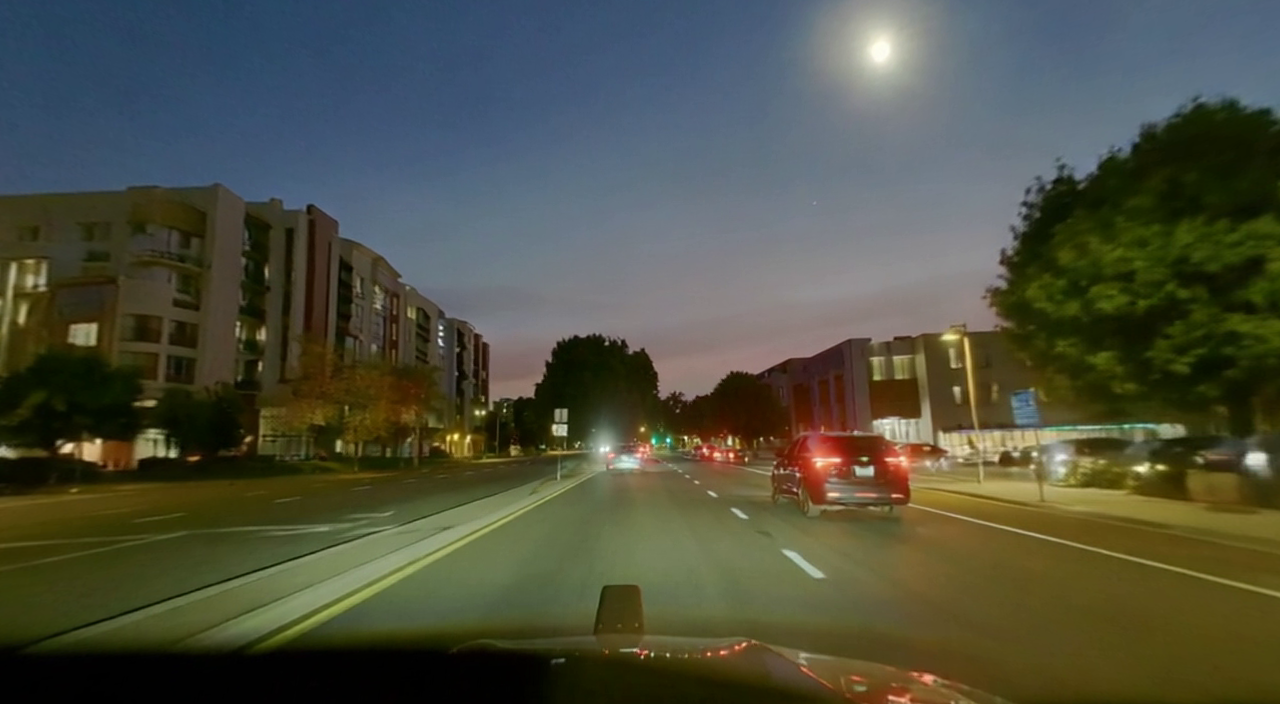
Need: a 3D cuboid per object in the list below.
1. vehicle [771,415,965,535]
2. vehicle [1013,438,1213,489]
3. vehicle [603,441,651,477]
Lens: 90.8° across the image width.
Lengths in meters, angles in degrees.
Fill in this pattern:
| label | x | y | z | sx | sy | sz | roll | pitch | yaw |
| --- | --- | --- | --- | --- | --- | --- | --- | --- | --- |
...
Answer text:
| label | x | y | z | sx | sy | sz | roll | pitch | yaw |
| --- | --- | --- | --- | --- | --- | --- | --- | --- | --- |
| vehicle | 3.744 | 2.099 | 11.289 | 1.949 | 1.723 | 4.020 | 0 | -9 | 0 |
| vehicle | 14.551 | 3.426 | 19.640 | 4.607 | 1.466 | 2.053 | 0 | -9 | -3 |
| vehicle | -0.530 | 4.728 | 28.178 | 2.006 | 1.487 | 3.535 | 0 | -9 | 1 |
